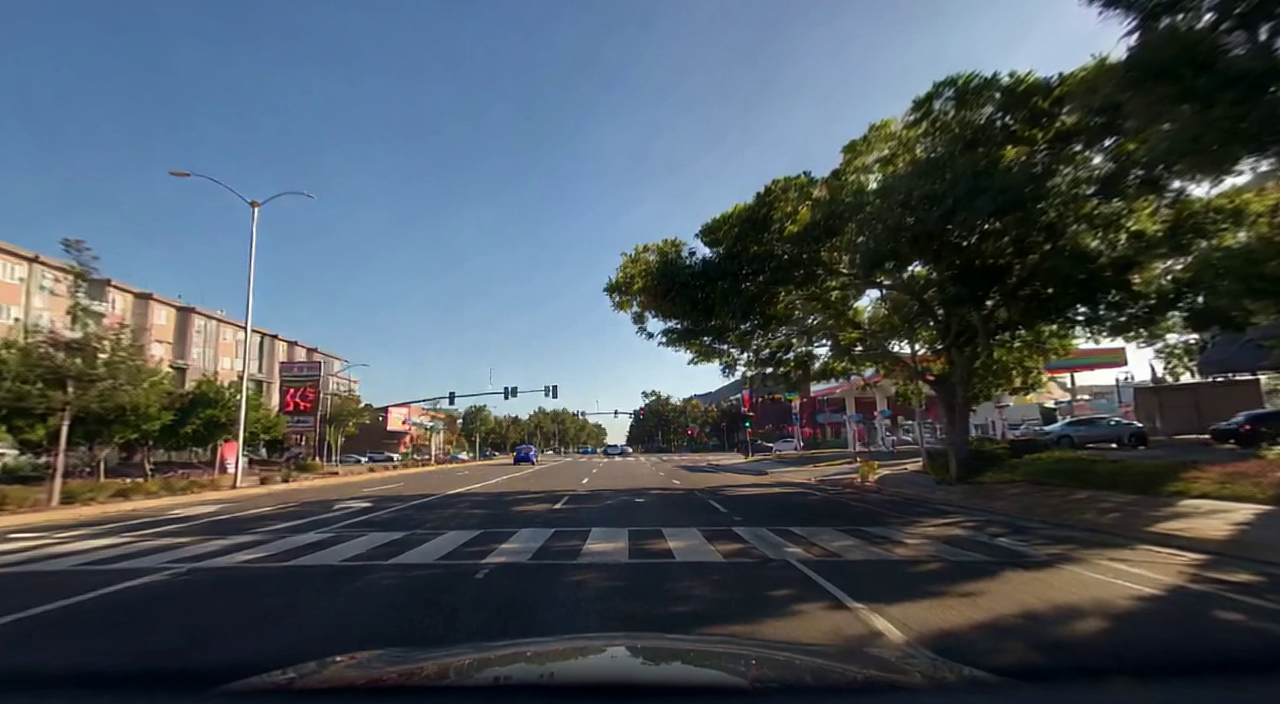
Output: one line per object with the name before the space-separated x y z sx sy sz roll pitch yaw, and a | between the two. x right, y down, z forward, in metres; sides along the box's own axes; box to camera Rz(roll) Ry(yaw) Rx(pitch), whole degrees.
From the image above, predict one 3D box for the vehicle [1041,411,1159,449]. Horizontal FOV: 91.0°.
vehicle | 22.539 3.865 30.945 4.230 1.590 1.877 -3 -8 -1
